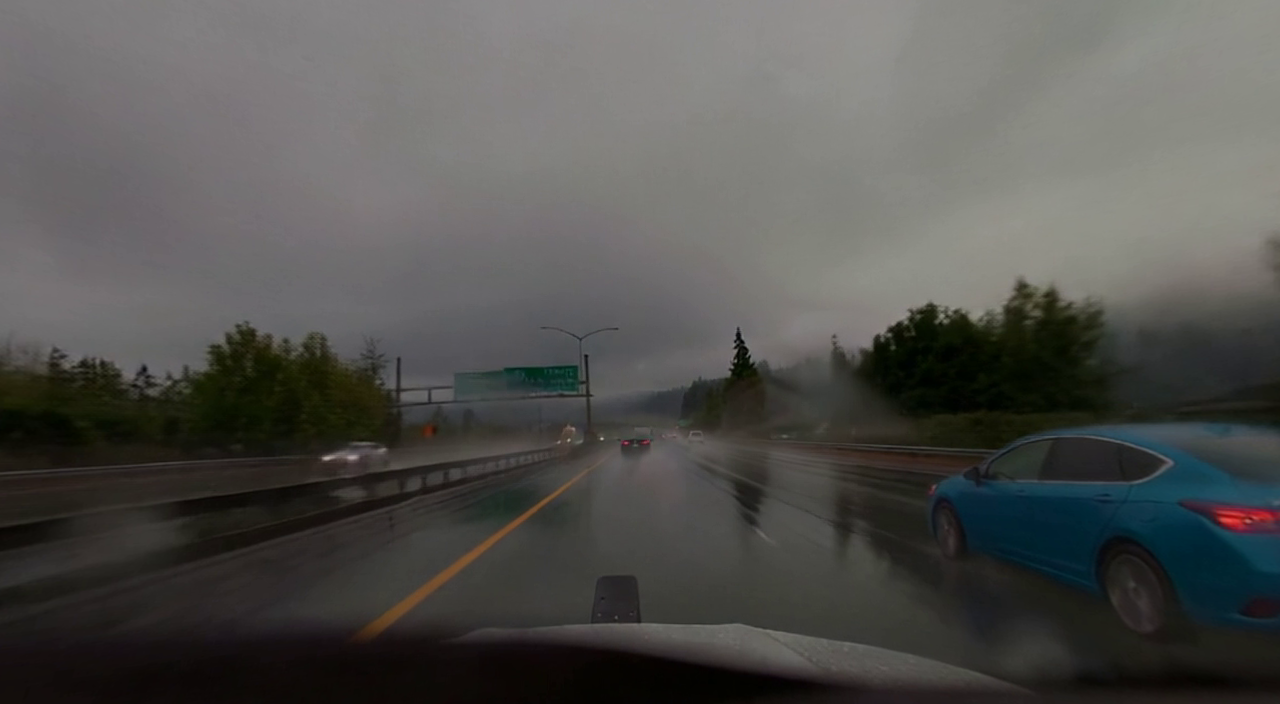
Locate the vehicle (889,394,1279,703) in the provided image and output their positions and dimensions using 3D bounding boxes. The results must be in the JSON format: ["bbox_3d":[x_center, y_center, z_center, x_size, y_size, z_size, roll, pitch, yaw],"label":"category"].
[{"bbox_3d":[3.875,1.194,4.783,1.981,1.467,4.459,0,-8,-3],"label":"vehicle"}]

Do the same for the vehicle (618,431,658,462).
[{"bbox_3d":[-0.148,5.094,34.086,2.046,1.526,3.903,0,-8,-1],"label":"vehicle"}]
